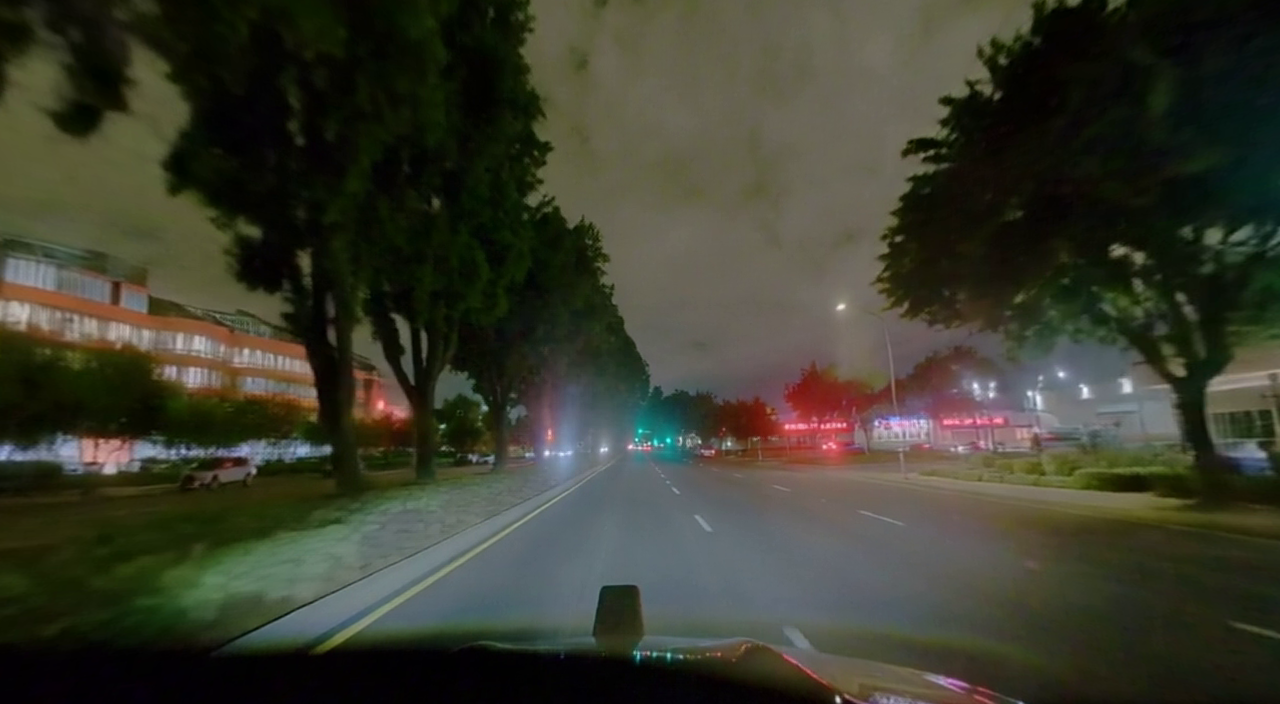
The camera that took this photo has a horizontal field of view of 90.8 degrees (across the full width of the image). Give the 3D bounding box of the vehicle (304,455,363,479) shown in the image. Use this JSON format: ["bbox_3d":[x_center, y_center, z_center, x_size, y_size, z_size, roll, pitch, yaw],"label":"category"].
[{"bbox_3d":[-21.414,8.049,44.398,1.847,1.454,4.413,-1,-9,1],"label":"vehicle"}]

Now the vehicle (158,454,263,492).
[{"bbox_3d":[-21.977,6.173,32.571,1.922,1.738,4.556,-1,-9,5],"label":"vehicle"}]
